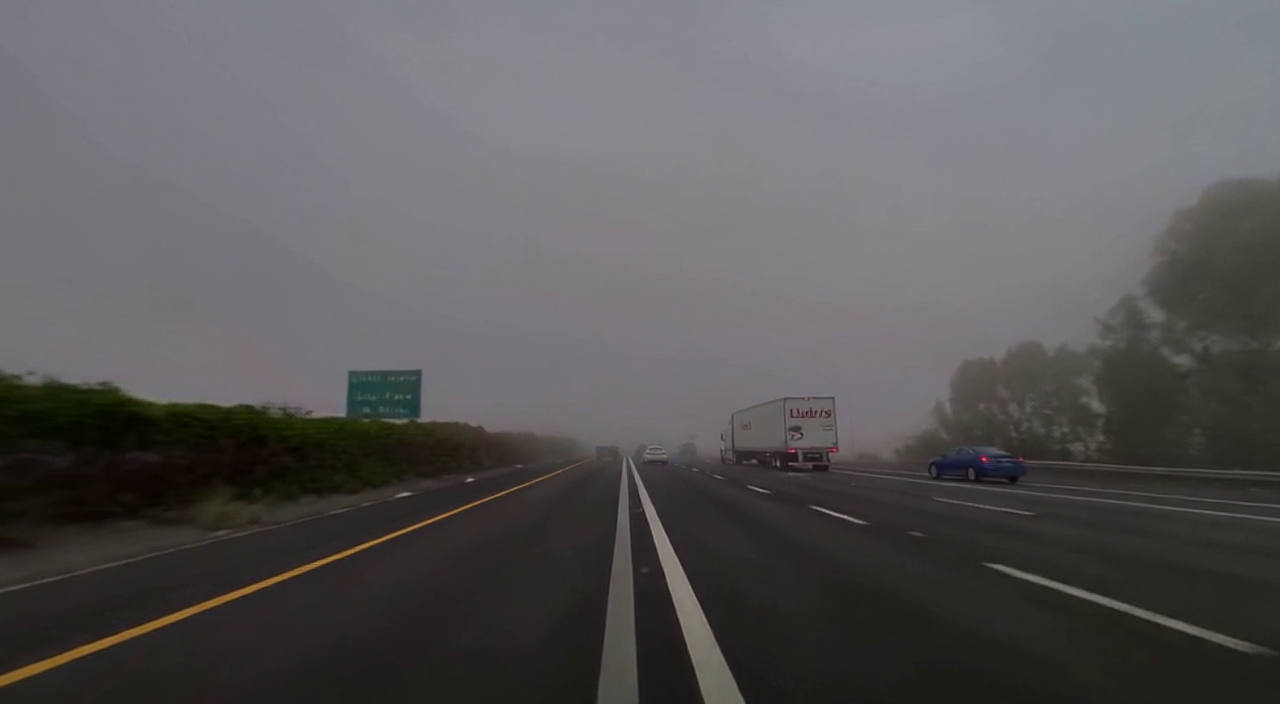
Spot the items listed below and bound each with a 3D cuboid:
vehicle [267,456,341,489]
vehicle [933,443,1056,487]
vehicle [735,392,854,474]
[{"bbox_3d":[-17.439,6.226,32.998,1.816,1.516,3.896,0,-9,-2],"label":"vehicle"},{"bbox_3d":[12.968,4.153,23.489,1.862,1.462,4.459,0,-9,-2],"label":"vehicle"},{"bbox_3d":[9.061,5.333,40.280,2.892,4.128,16.495,0,-9,-2],"label":"vehicle"}]
